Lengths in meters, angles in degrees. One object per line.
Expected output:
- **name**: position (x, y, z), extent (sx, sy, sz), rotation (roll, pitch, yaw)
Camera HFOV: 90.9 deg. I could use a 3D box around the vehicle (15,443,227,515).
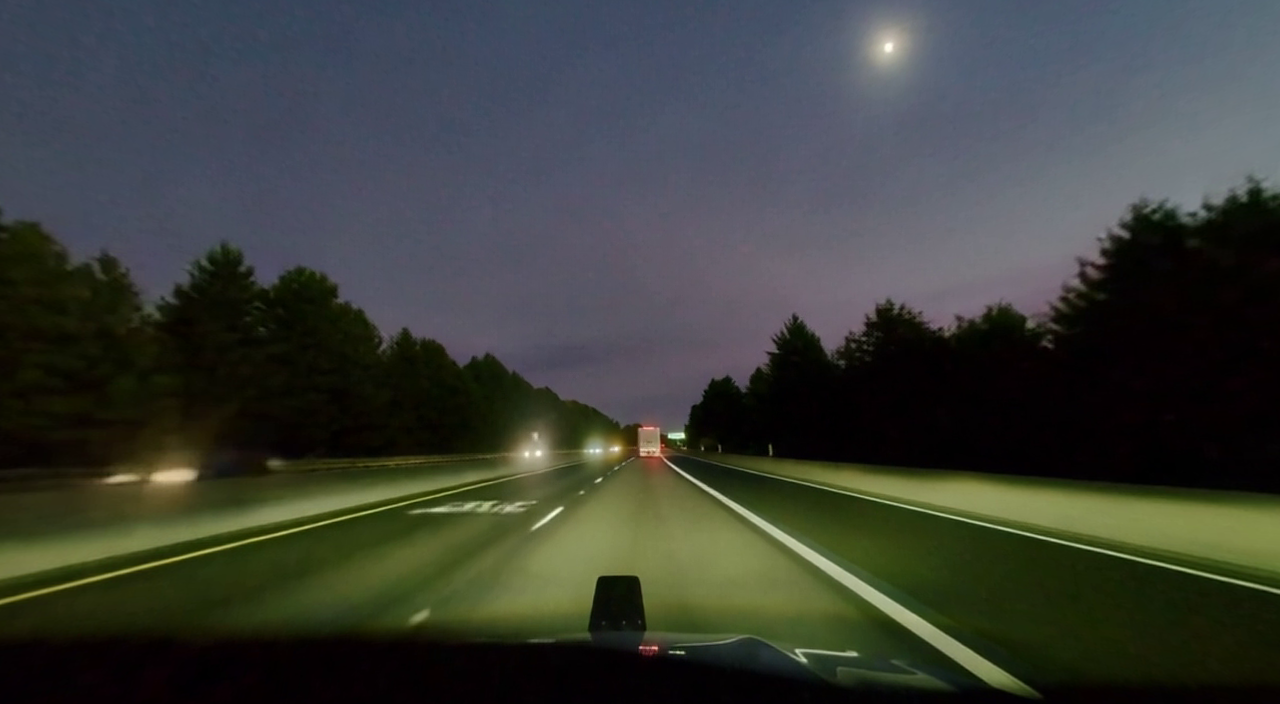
- **vehicle**: position (-12.000, 2.924, 14.963), extent (1.761, 1.451, 3.782), rotation (0, -9, 0)
